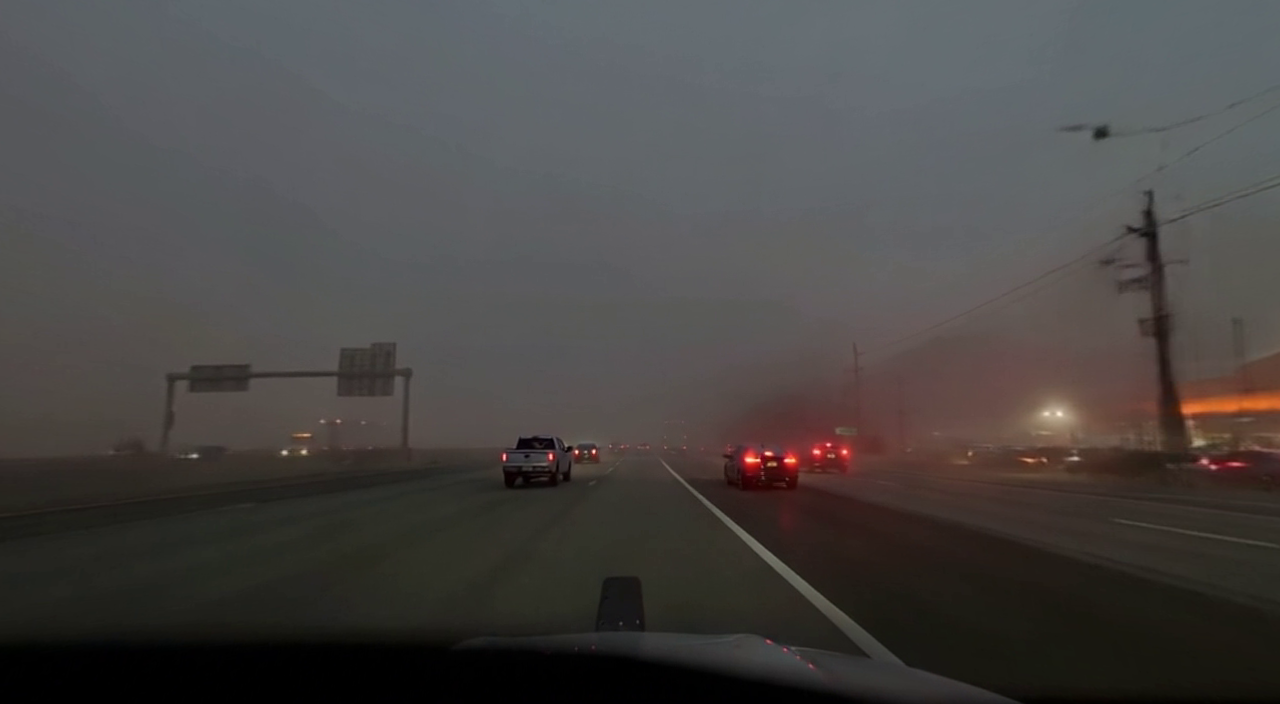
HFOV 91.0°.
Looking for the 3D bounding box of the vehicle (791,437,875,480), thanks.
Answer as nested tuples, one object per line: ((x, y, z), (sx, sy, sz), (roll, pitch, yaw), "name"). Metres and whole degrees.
((7.758, 4.329, 25.733), (2.075, 1.587, 3.947), (0, -9, -1), "vehicle")

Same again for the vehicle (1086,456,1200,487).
((29.786, 7.065, 37.440), (4.811, 1.723, 2.138), (0, -9, 4), "vehicle")

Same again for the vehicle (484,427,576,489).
((-3.457, 3.437, 20.731), (2.130, 1.799, 4.583), (0, -9, 1), "vehicle")

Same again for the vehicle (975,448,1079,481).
((28.006, 8.144, 45.763), (5.755, 2.190, 2.484), (-2, -9, 2), "vehicle")

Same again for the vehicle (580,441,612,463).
((-3.107, 7.106, 44.906), (1.929, 1.521, 4.097), (0, -9, 1), "vehicle")

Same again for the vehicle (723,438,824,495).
((3.820, 3.363, 18.878), (1.980, 1.501, 4.433), (0, -9, -1), "vehicle")
